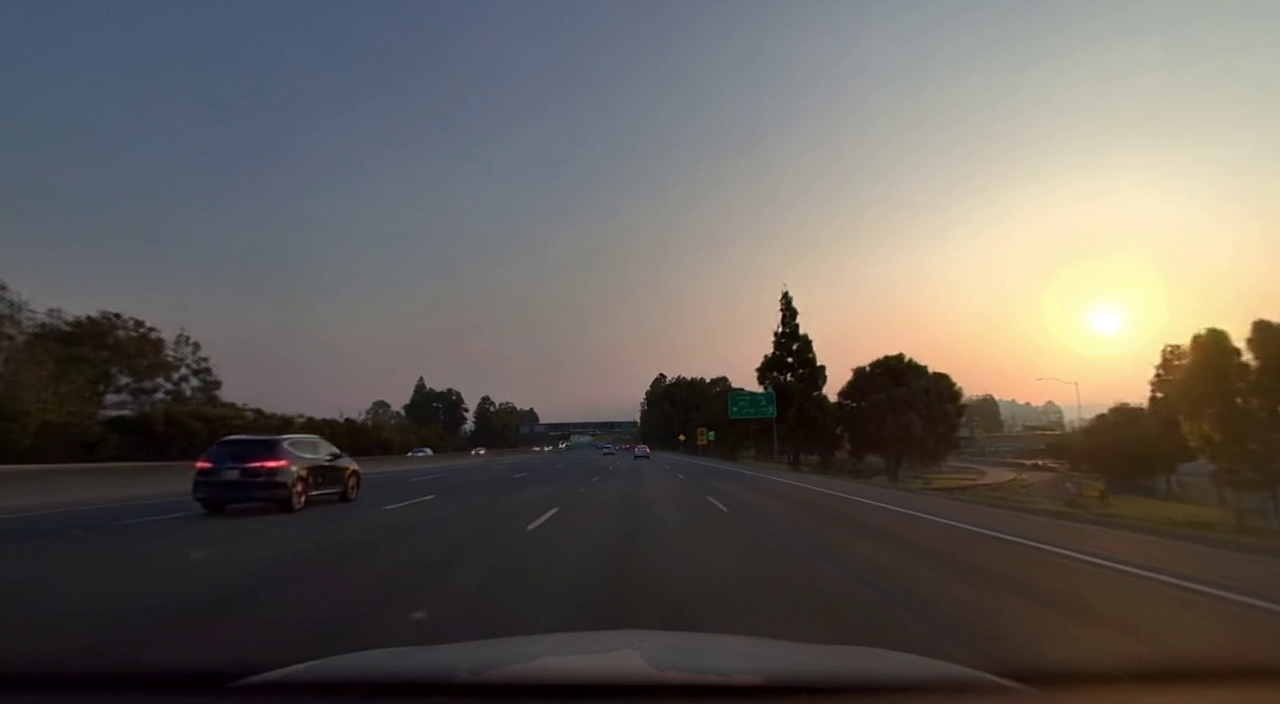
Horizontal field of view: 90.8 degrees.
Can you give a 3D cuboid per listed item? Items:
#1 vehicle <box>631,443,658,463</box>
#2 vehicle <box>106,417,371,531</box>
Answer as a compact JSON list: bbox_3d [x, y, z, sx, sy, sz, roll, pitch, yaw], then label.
[{"bbox_3d":[0.295,7.852,49.216,2.021,1.528,4.154,0,-8,-1],"label":"vehicle"},{"bbox_3d":[-7.432,2.294,12.507,2.032,1.808,4.776,0,-8,1],"label":"vehicle"}]
